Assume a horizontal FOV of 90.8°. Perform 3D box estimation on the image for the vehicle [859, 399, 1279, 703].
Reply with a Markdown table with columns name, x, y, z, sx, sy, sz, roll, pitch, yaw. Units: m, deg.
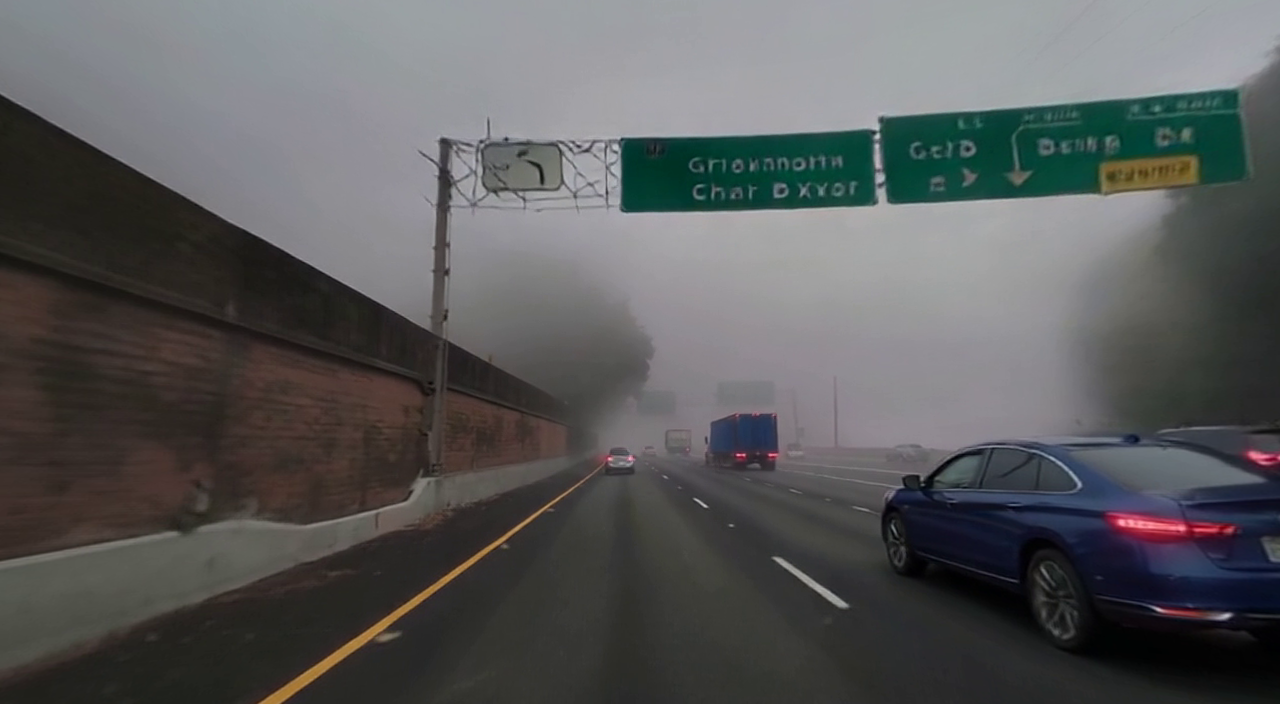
| name | x | y | z | sx | sy | sz | roll | pitch | yaw |
| --- | --- | --- | --- | --- | --- | --- | --- | --- | --- |
| vehicle | 3.211 | 1.185 | 4.128 | 1.922 | 1.465 | 4.165 | 0 | -9 | -2 |

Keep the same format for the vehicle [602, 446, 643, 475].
| name | x | y | z | sx | sy | sz | roll | pitch | yaw |
| --- | --- | --- | --- | --- | --- | --- | --- | --- | --- |
| vehicle | -1.007 | 5.895 | 34.527 | 2.083 | 1.477 | 3.965 | 0 | -9 | -3 |

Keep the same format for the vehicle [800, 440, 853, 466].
| name | x | y | z | sx | sy | sz | roll | pitch | yaw |
| --- | --- | --- | --- | --- | --- | --- | --- | --- | --- |
| vehicle | 13.770 | 7.474 | 46.936 | 2.085 | 1.805 | 5.177 | 0 | -9 | -4 |

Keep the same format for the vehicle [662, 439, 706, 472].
| name | x | y | z | sx | sy | sz | roll | pitch | yaw |
| --- | --- | --- | --- | --- | --- | --- | --- | --- | --- |
| vehicle | 2.578 | 6.211 | 38.037 | 2.114 | 1.849 | 4.692 | 0 | -9 | -3 |
